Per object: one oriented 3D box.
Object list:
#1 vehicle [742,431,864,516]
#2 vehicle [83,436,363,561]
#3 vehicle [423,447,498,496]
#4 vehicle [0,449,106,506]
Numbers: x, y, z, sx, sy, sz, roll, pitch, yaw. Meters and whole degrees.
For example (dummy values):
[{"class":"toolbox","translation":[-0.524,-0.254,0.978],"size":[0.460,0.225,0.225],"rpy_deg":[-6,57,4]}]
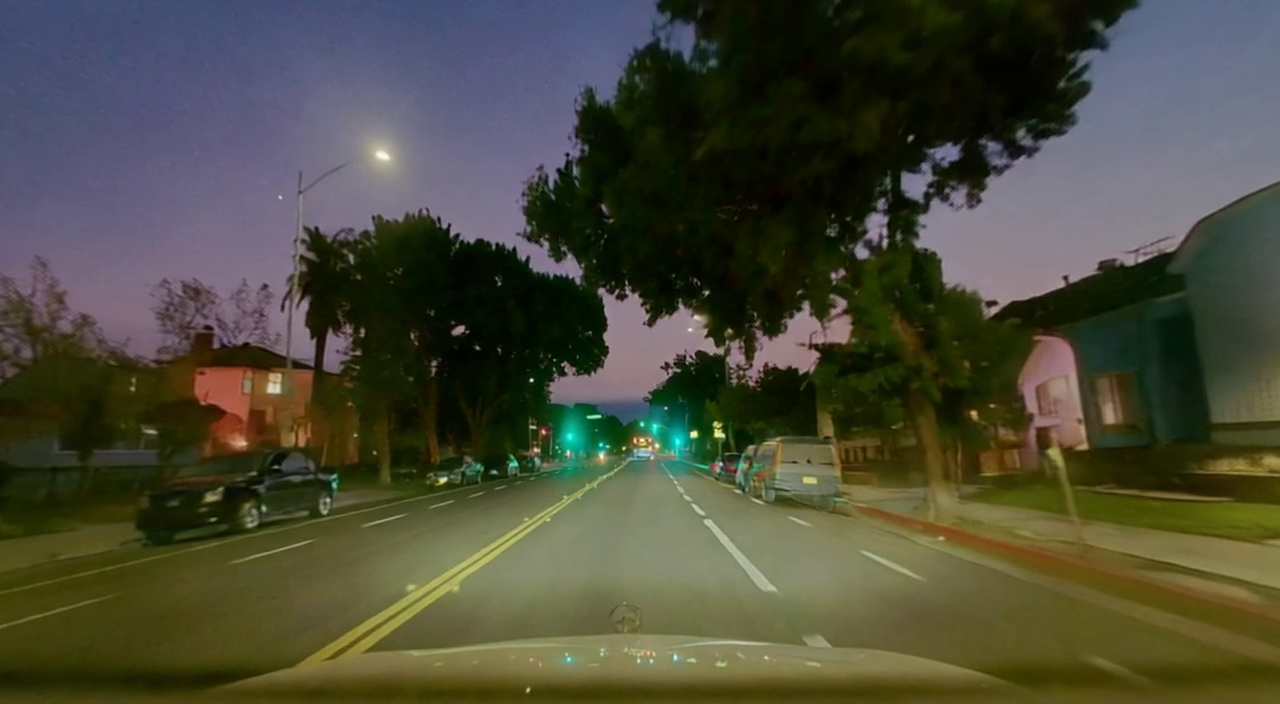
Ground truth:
[{"class":"vehicle","translation":[4.325,3.281,17.584],"size":[2.060,1.833,4.927],"rpy_deg":[5,-9,1]},{"class":"vehicle","translation":[-7.957,2.768,12.970],"size":[2.094,1.840,5.450],"rpy_deg":[-4,-8,0]},{"class":"vehicle","translation":[-7.736,5.131,27.691],"size":[1.898,1.755,4.603],"rpy_deg":[-5,-8,-1]},{"class":"vehicle","translation":[-19.814,3.896,19.818],"size":[4.197,1.659,2.059],"rpy_deg":[0,-8,0]}]
